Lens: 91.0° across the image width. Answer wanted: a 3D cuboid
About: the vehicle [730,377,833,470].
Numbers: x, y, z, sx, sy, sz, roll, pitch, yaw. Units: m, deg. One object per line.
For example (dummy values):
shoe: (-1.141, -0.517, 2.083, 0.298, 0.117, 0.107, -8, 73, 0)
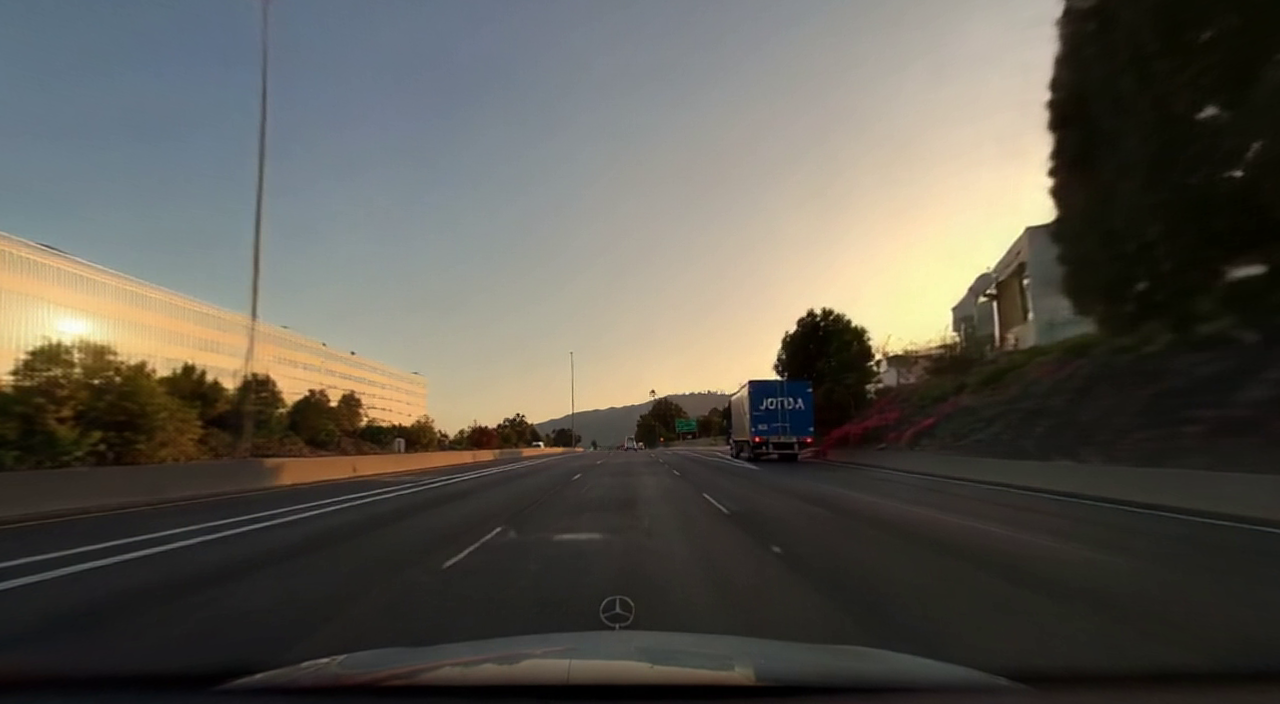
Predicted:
vehicle: (7.339, 4.302, 35.906, 3.469, 3.986, 17.065, -1, -8, 5)
